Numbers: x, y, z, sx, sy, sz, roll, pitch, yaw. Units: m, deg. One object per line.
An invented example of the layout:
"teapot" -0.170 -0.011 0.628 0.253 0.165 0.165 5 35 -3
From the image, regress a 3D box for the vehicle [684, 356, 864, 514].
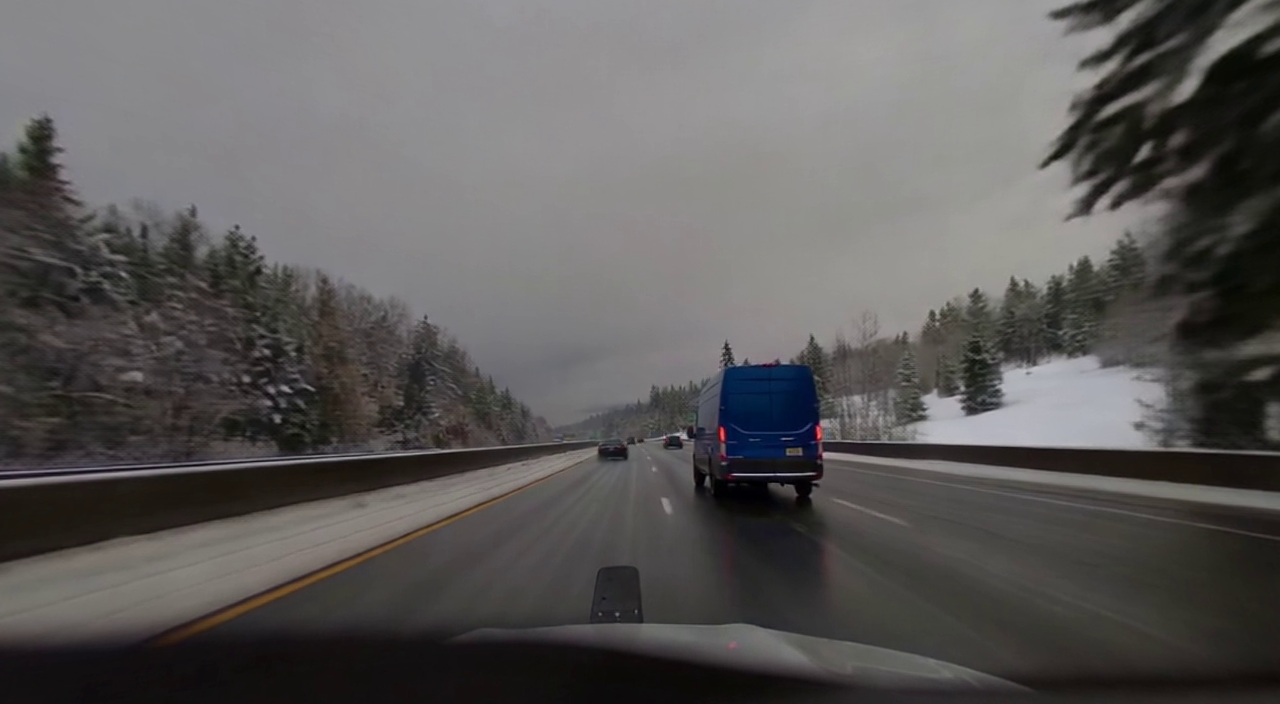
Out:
"vehicle" 2.458 1.840 14.032 2.416 2.595 7.243 0 -8 0

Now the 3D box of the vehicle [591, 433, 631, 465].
"vehicle" -1.388 4.870 31.885 1.900 1.524 4.324 0 -8 -1
